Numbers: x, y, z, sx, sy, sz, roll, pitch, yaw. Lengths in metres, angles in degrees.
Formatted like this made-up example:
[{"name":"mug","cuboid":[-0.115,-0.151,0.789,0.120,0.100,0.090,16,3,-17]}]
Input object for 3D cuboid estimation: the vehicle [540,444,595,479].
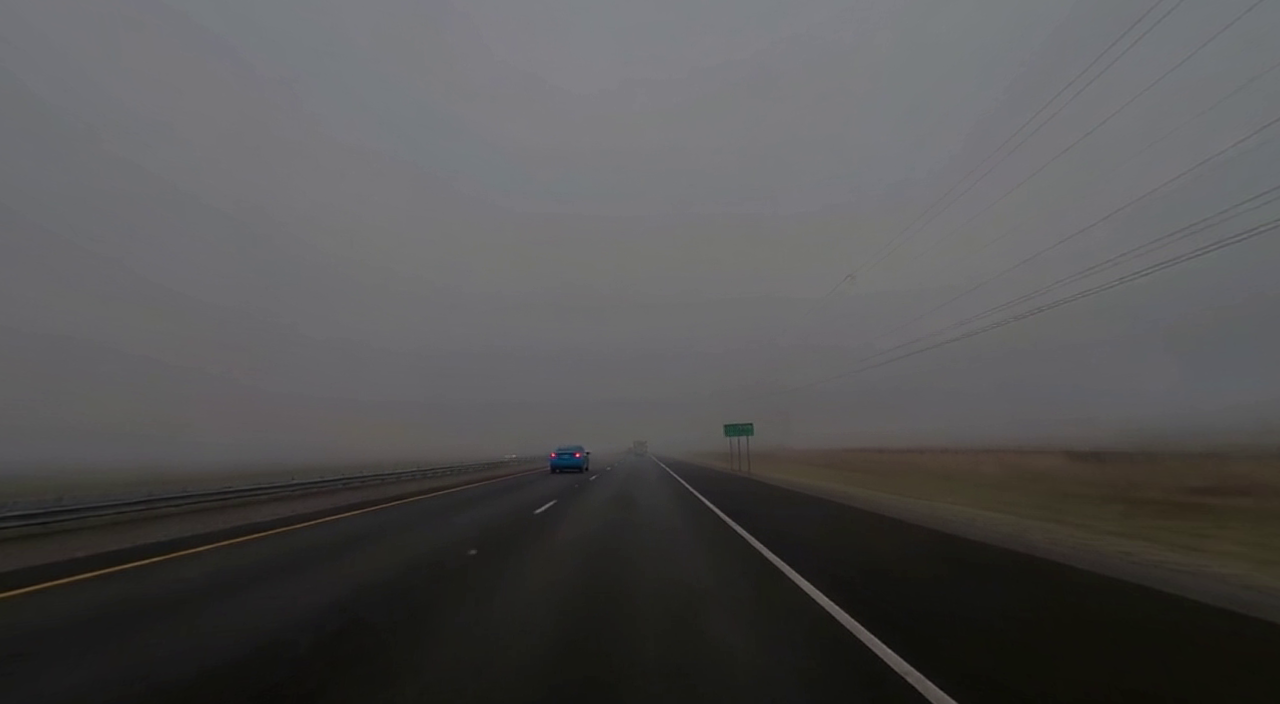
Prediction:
[{"name":"vehicle","cuboid":[-3.453,5.330,30.921,2.106,1.543,4.465,0,-9,1]}]
